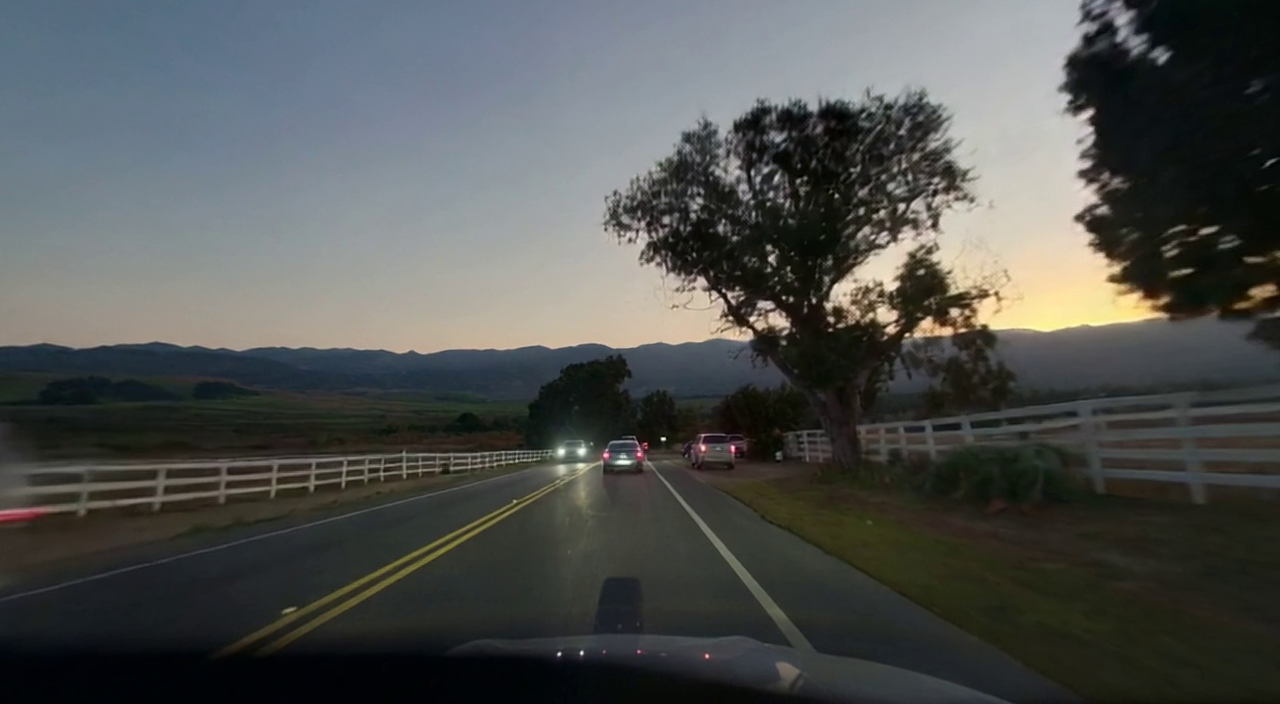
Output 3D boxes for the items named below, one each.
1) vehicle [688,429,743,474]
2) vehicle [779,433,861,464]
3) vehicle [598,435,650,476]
[{"bbox_3d":[3.559,4.747,30.287,2.348,1.969,5.269,-1,-9,5],"label":"vehicle"},{"bbox_3d":[9.702,5.267,34.436,1.975,1.545,4.333,3,-9,-22],"label":"vehicle"},{"bbox_3d":[-0.662,4.613,28.334,2.158,1.669,4.006,0,-8,0],"label":"vehicle"}]
